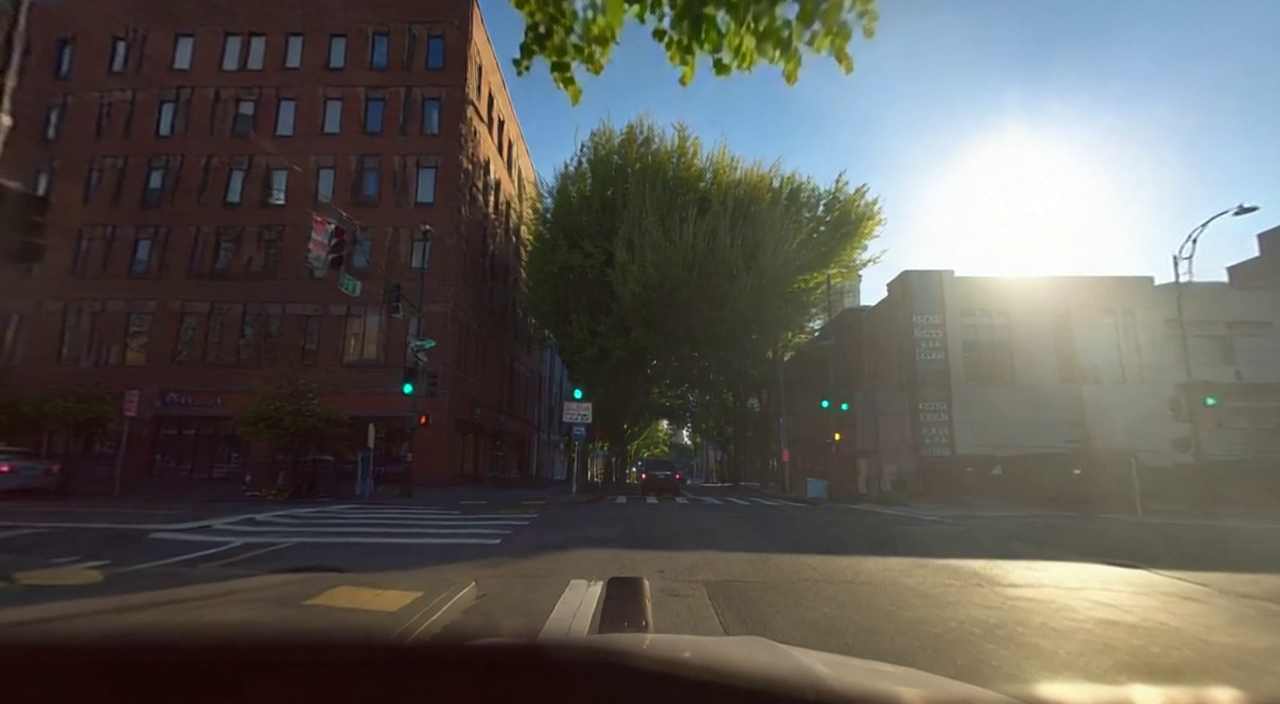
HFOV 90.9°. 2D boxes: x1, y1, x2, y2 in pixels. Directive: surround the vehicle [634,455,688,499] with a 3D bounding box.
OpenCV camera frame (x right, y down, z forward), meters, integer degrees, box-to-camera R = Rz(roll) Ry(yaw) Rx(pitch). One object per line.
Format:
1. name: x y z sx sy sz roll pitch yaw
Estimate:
1. vehicle: 0.819 5.174 26.364 2.079 1.621 3.861 0 -9 0
